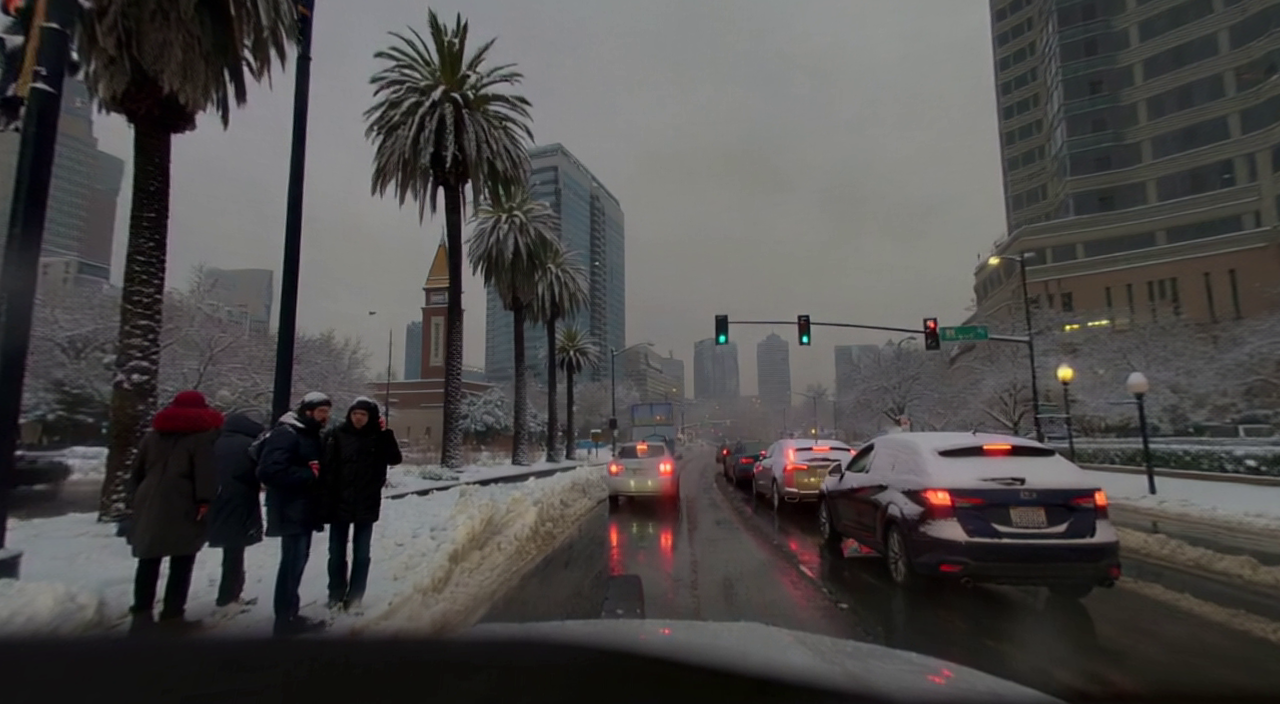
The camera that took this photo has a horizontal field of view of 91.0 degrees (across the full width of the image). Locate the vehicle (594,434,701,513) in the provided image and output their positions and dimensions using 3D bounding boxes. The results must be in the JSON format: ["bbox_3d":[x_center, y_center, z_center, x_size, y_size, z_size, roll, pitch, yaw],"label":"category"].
[{"bbox_3d":[0.182,2.624,14.021,2.048,1.503,3.681,0,-9,1],"label":"vehicle"}]

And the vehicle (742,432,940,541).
[{"bbox_3d":[3.101,2.165,10.835,1.913,1.469,4.425,0,-9,-1],"label":"vehicle"}]

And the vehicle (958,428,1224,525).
[{"bbox_3d":[8.178,2.280,12.055,1.859,1.508,4.259,0,-9,-1],"label":"vehicle"}]

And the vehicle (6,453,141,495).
[{"bbox_3d":[-26.696,5.718,29.952,2.105,1.793,4.812,0,-9,-3],"label":"vehicle"}]

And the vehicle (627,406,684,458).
[{"bbox_3d":[0.840,3.755,29.173,2.230,2.158,5.498,-1,-9,5],"label":"vehicle"}]

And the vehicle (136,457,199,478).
[{"bbox_3d":[-36.828,8.995,49.212,1.700,1.527,4.445,1,-9,-4],"label":"vehicle"}]
